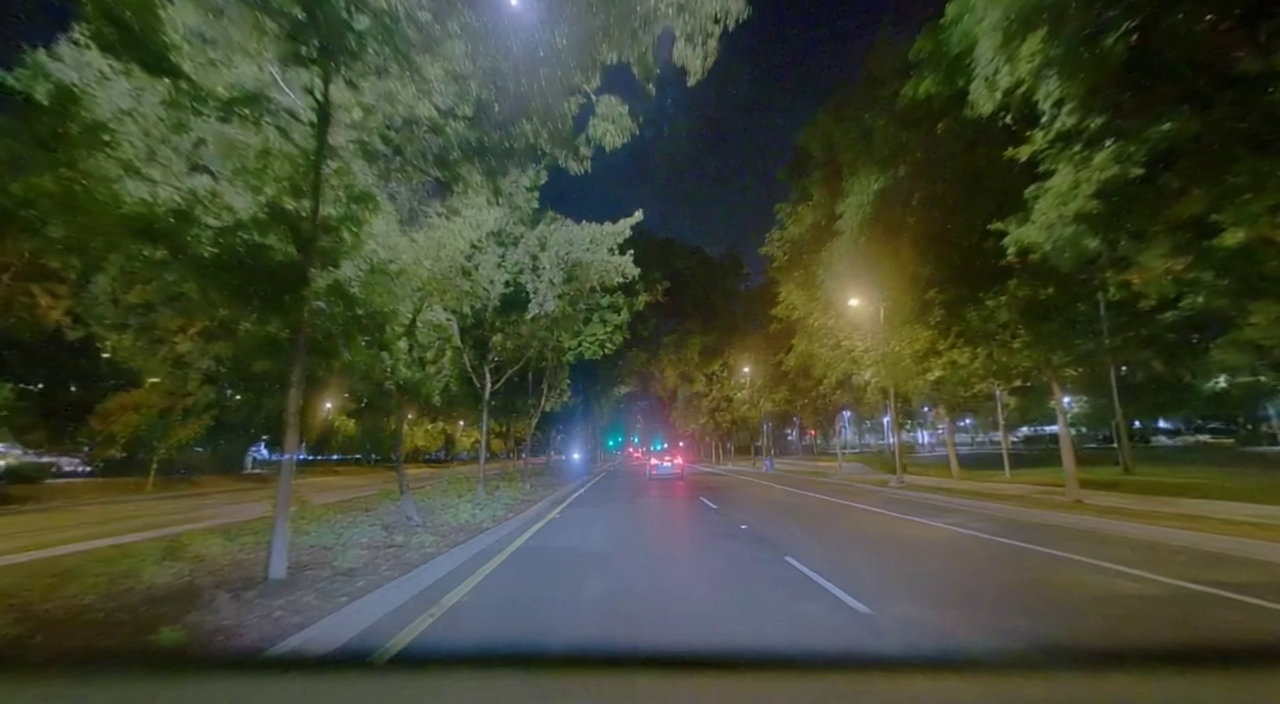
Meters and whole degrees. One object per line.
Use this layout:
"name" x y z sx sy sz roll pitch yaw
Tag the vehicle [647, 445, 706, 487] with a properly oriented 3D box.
"vehicle" 1.432 4.765 26.836 2.048 1.584 4.393 0 -8 -3
